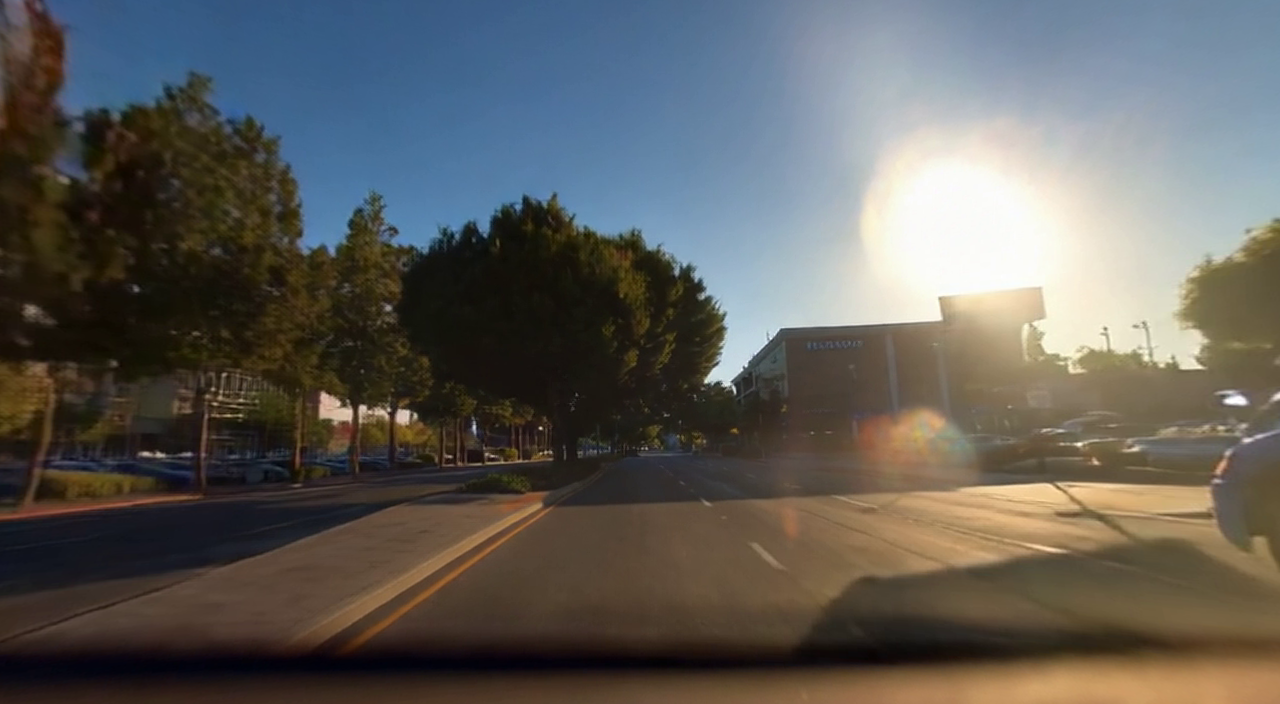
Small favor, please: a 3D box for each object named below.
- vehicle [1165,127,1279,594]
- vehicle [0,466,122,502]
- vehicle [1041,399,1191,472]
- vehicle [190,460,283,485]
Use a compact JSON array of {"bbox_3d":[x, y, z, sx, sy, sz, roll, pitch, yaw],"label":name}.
[{"bbox_3d":[6.864,-0.677,0.354,3.120,3.794,11.510,0,-9,0],"label":"vehicle"},{"bbox_3d":[-27.663,6.258,30.257,4.123,1.470,1.886,5,-10,-33],"label":"vehicle"},{"bbox_3d":[25.570,4.647,34.521,2.718,3.538,7.077,-1,-9,2],"label":"vehicle"},{"bbox_3d":[-26.530,7.900,41.725,4.810,1.465,2.056,3,-9,-22],"label":"vehicle"}]
